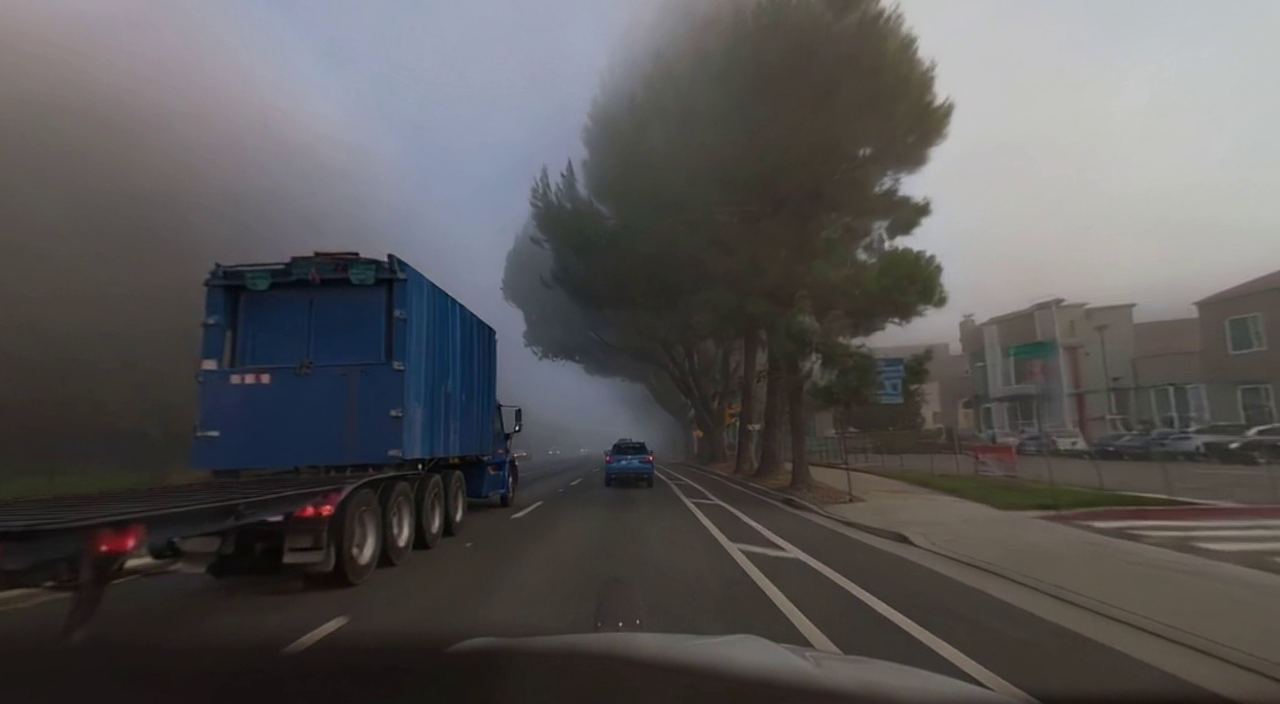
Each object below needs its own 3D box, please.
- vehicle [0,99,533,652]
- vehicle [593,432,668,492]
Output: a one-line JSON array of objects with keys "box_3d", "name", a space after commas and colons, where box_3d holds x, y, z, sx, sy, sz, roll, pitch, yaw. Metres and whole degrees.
[{"box_3d": [-3.988, 0.815, 9.584, 2.996, 3.902, 10.410, 0, -9, -1], "name": "vehicle"}, {"box_3d": [-0.309, 3.379, 19.701, 2.094, 1.682, 3.866, 0, -9, -1], "name": "vehicle"}]
